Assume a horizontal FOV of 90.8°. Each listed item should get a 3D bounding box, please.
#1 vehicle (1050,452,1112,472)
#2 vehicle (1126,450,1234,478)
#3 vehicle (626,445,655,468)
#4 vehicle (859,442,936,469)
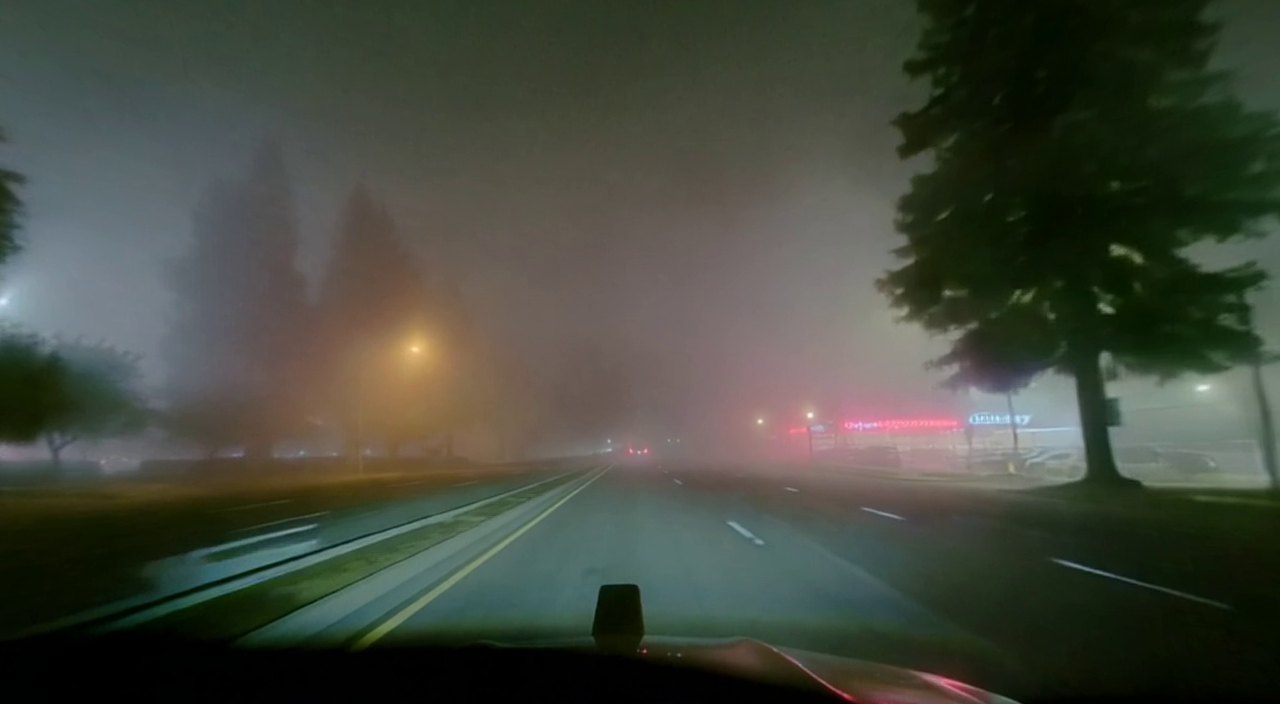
[{"bbox_3d":[34.647,8.623,49.729,1.801,1.425,4.094,0,-8,-2],"label":"vehicle"},{"bbox_3d":[31.724,6.586,37.350,2.058,1.498,4.870,0,-8,-1],"label":"vehicle"},{"bbox_3d":[0.001,7.917,48.272,2.095,1.647,4.205,0,-8,0],"label":"vehicle"},{"bbox_3d":[19.039,7.686,46.897,4.739,1.916,2.136,0,-8,2],"label":"vehicle"}]
